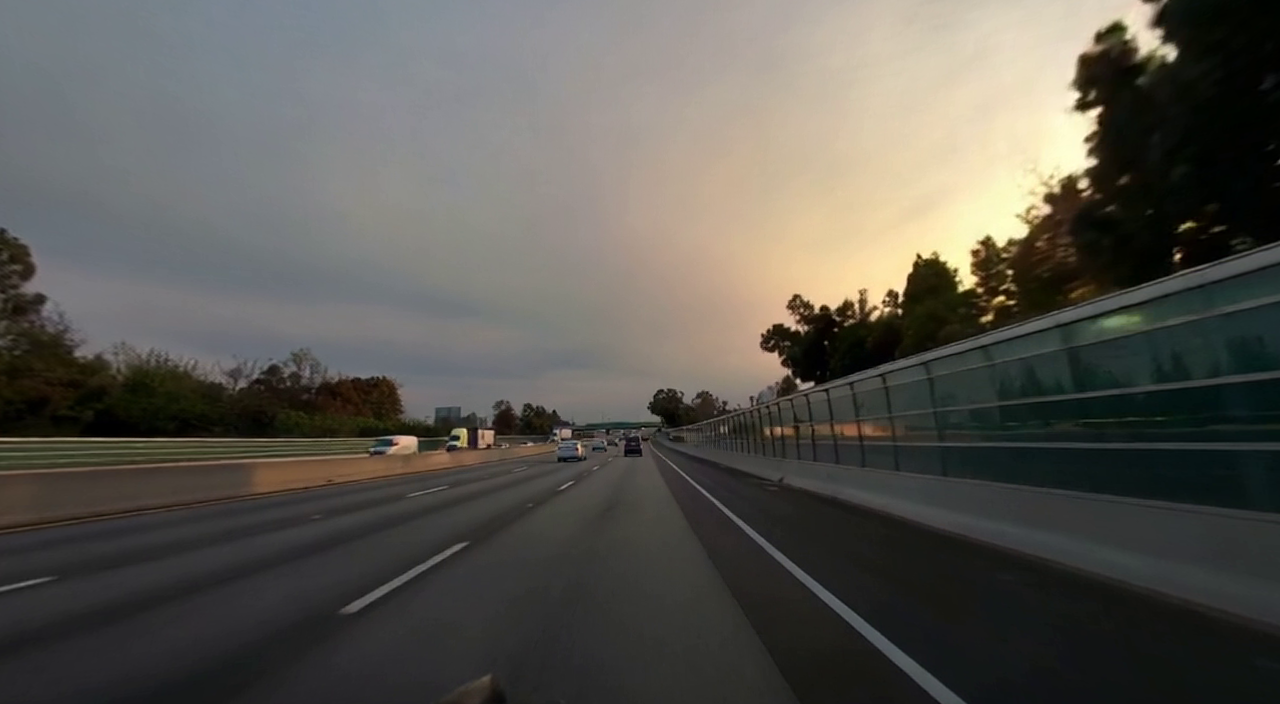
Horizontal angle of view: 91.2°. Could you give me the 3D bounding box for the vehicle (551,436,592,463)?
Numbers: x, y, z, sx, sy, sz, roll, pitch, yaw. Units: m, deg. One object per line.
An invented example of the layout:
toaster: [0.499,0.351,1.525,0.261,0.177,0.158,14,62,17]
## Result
vehicle: [-4.216,6.057,39.070,2.063,1.598,4.189,0,-8,0]
